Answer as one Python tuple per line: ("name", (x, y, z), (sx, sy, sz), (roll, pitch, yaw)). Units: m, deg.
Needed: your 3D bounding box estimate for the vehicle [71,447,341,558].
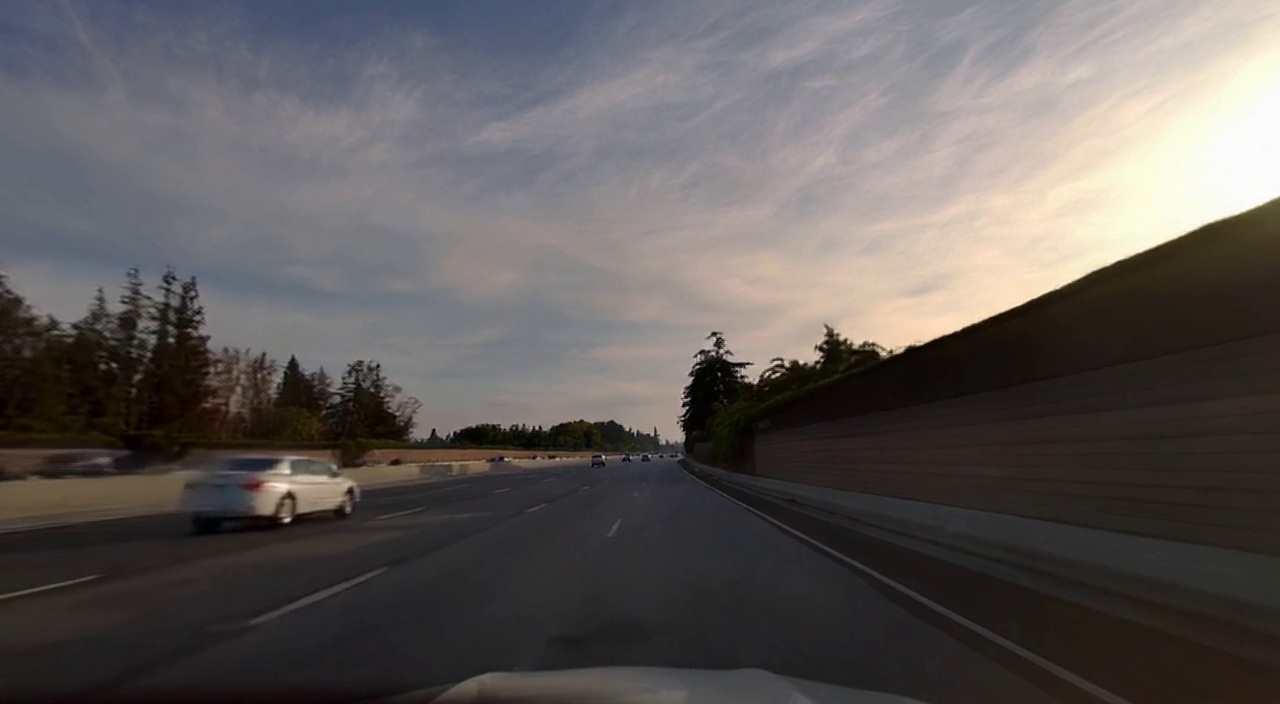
("vehicle", (-6.876, 2.369, 10.593), (1.742, 1.494, 3.795), (-1, -9, 1))
